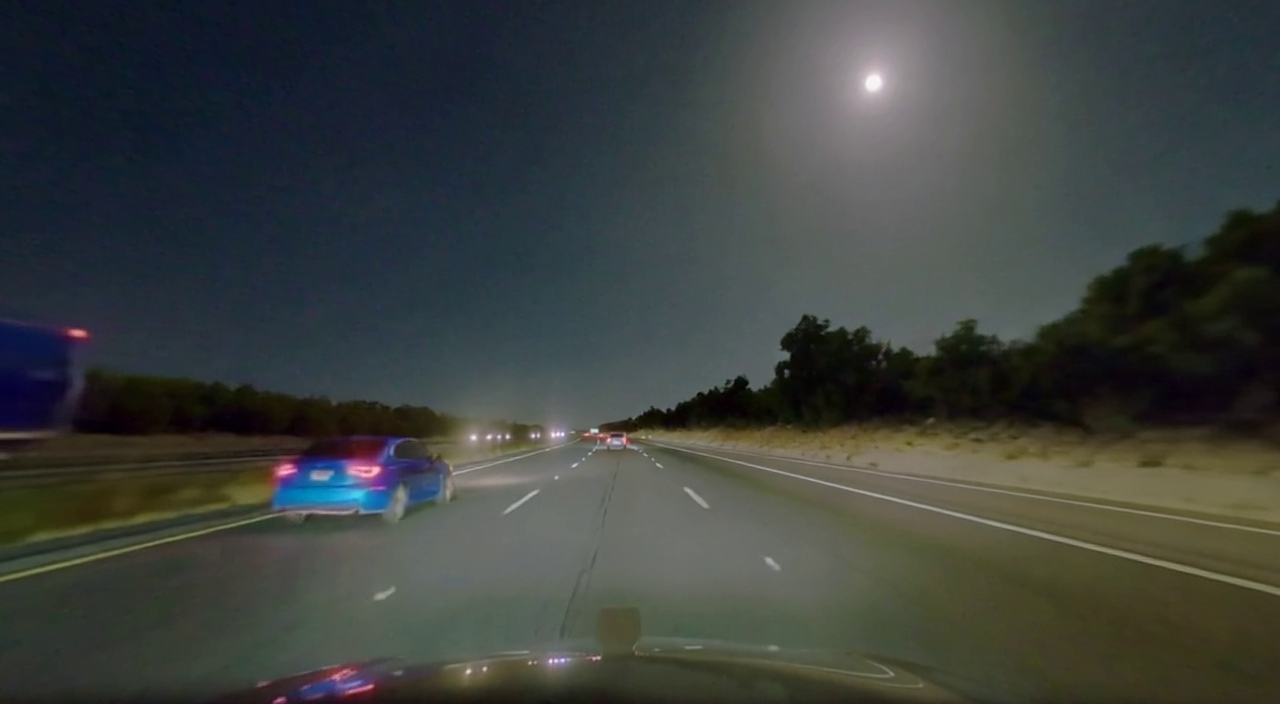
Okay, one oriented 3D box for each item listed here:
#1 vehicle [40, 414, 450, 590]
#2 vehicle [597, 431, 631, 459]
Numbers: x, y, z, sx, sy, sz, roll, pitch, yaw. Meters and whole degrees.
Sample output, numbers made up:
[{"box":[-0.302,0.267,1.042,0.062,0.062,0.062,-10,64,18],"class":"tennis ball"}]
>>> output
[{"box":[-4.299,1.681,8.234,2.141,1.534,5.099,0,-8,-1],"class":"vehicle"},{"box":[-1.633,5.710,38.866,1.997,1.589,4.179,0,-8,-3],"class":"vehicle"}]
